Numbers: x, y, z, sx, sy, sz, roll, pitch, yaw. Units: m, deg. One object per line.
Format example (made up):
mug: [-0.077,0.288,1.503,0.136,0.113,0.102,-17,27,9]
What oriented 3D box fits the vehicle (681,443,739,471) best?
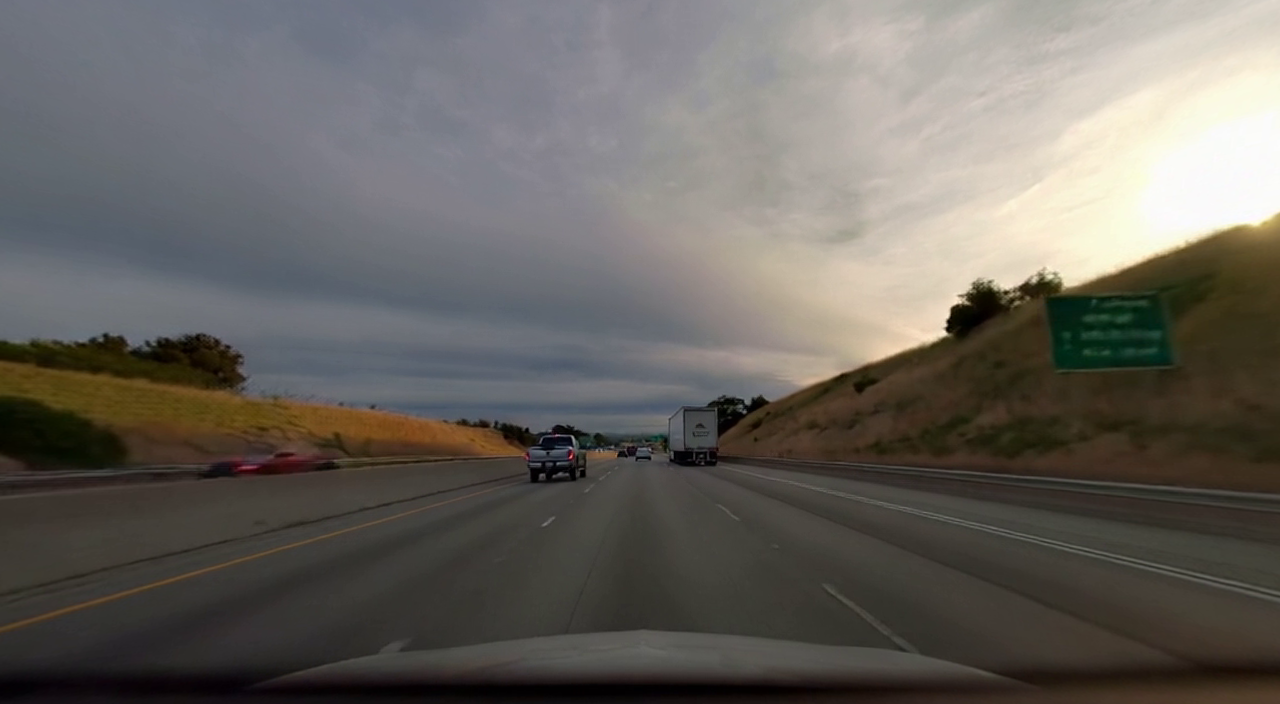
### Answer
vehicle: [4.254,6.633,40.074,2.654,1.574,9.537,0,-9,0]

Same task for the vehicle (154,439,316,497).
vehicle: [-11.229,3.221,17.877,1.939,1.460,4.031,0,-9,-1]

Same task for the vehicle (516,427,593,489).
vehicle: [-3.027,3.899,23.270,2.142,2.044,4.446,0,-9,1]

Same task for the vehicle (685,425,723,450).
vehicle: [4.129,5.678,41.354,1.968,1.547,4.215,0,-9,-2]

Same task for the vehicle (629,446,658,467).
vehicle: [0.276,7.886,47.753,2.086,1.497,3.681,0,-9,0]
